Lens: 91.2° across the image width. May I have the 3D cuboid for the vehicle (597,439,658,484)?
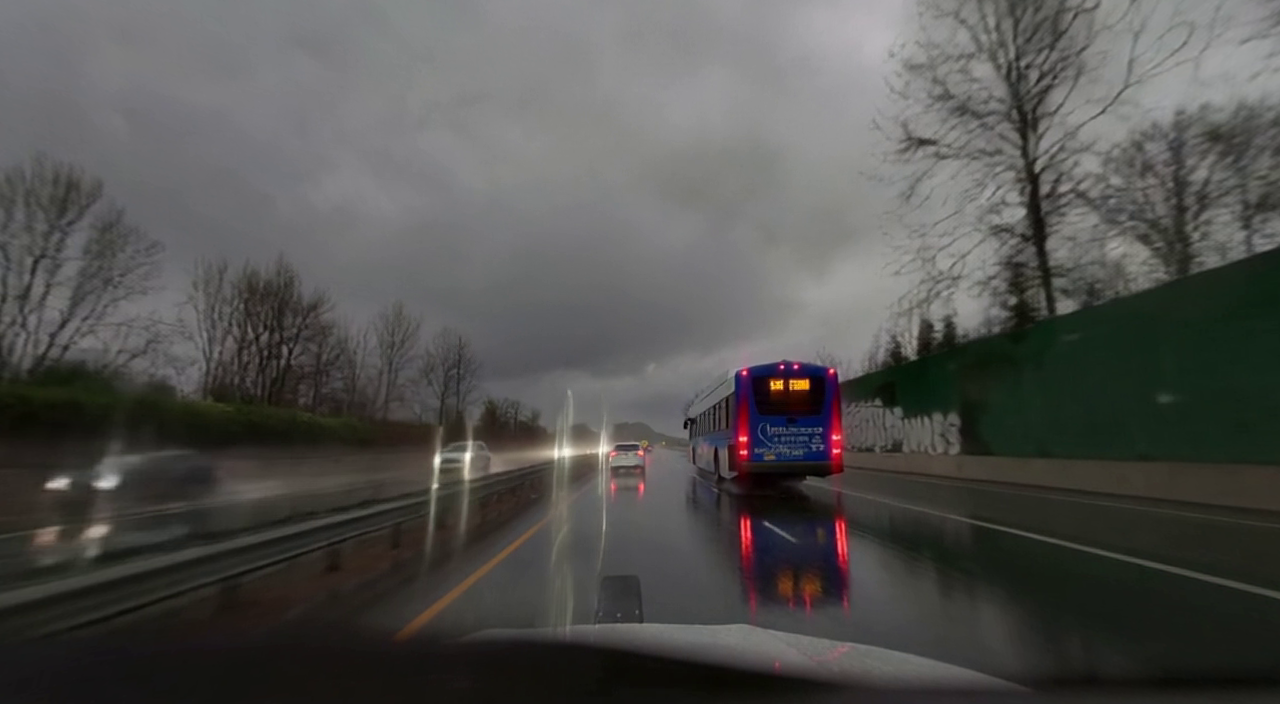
[{"bbox_3d":[-0.397,4.195,24.204,2.160,1.532,4.073,-1,-9,1],"label":"vehicle"}]

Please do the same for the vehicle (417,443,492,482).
[{"bbox_3d":[-8.502,5.107,29.193,2.064,1.648,4.371,-1,-9,1],"label":"vehicle"}]

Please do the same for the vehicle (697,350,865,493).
[{"bbox_3d":[3.987,2.637,21.584,3.055,3.479,12.521,-1,-9,1],"label":"vehicle"}]

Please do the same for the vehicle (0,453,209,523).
[{"bbox_3d":[-12.901,3.234,15.425,1.813,1.456,3.830,-1,-9,1],"label":"vehicle"}]
